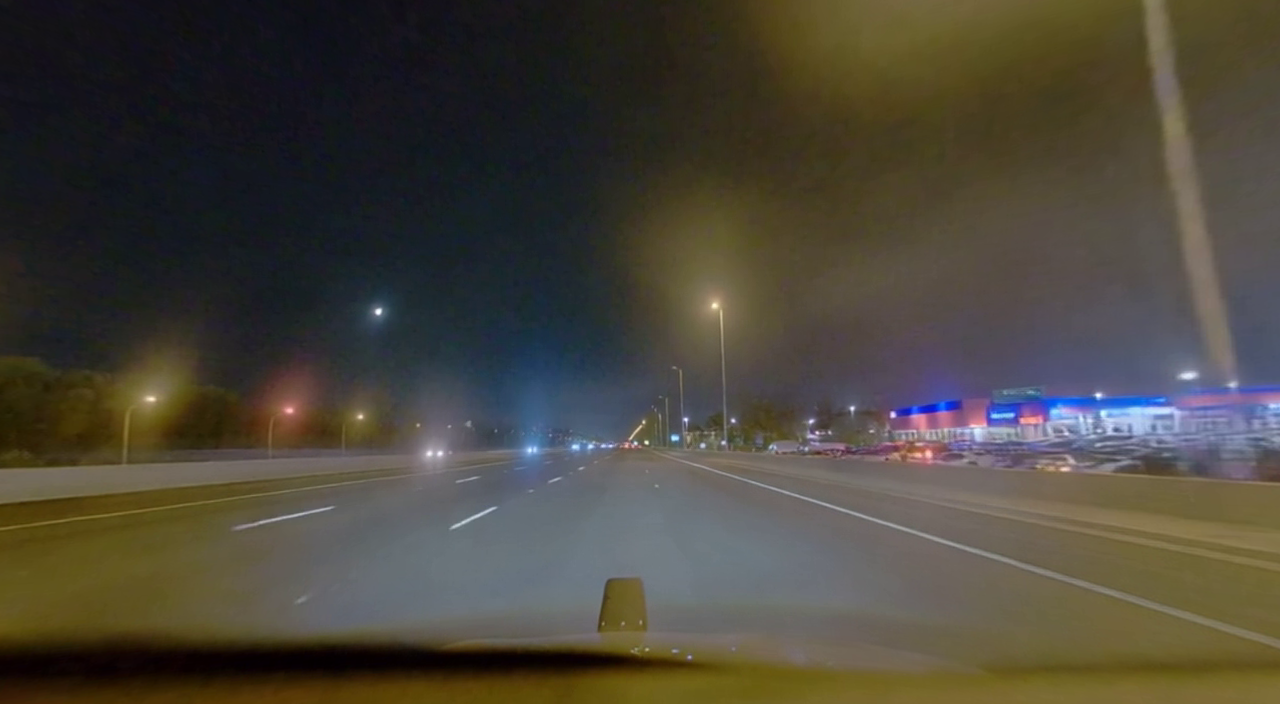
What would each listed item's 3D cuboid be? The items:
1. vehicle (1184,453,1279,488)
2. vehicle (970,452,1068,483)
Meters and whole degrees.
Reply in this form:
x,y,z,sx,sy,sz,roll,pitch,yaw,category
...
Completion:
x,y,z,sx,sy,sz,roll,pitch,yaw,category
33.659,6.556,34.961,4.896,1.808,2.225,1,-8,-2,vehicle
27.303,8.315,45.533,5.531,1.855,2.208,-3,-8,-1,vehicle
